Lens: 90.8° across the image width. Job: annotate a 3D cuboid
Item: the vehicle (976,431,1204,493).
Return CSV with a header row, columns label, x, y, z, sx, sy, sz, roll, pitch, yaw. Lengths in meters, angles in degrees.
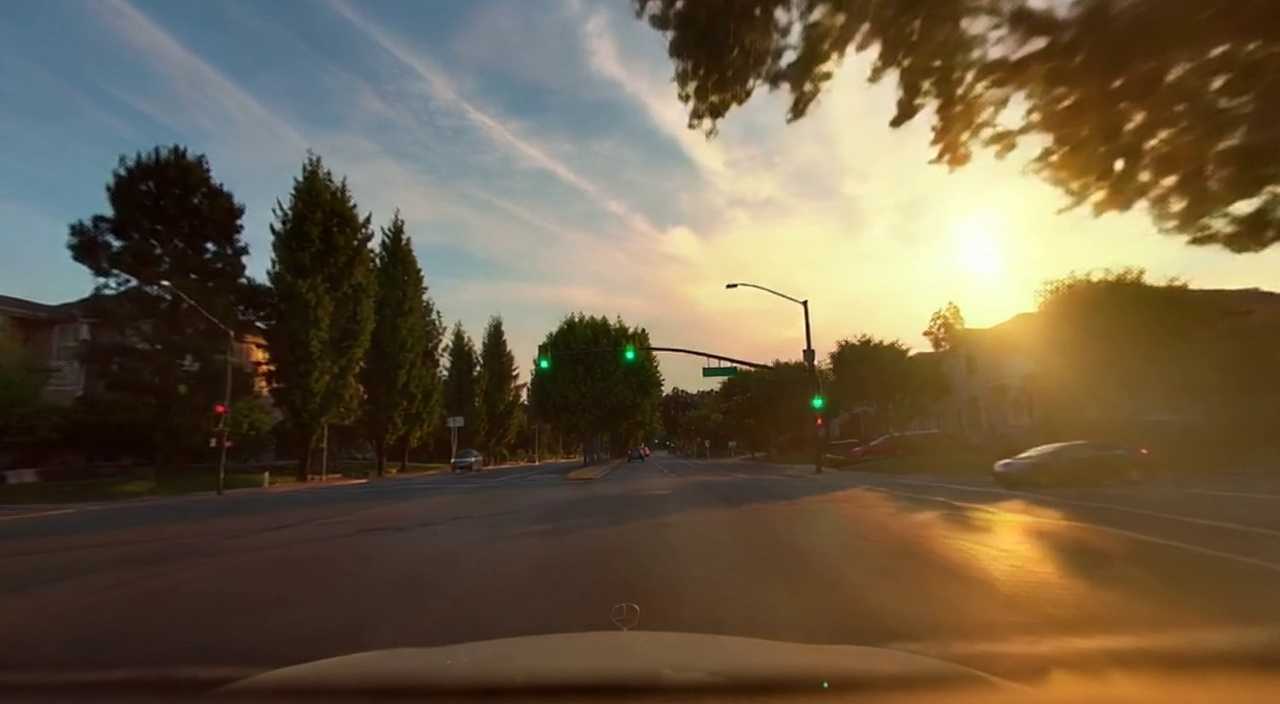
label,x,y,z,sx,sy,sz,roll,pitch,yaw
vehicle,12.001,2.961,17.111,4.611,1.505,2.029,0,-9,-1
